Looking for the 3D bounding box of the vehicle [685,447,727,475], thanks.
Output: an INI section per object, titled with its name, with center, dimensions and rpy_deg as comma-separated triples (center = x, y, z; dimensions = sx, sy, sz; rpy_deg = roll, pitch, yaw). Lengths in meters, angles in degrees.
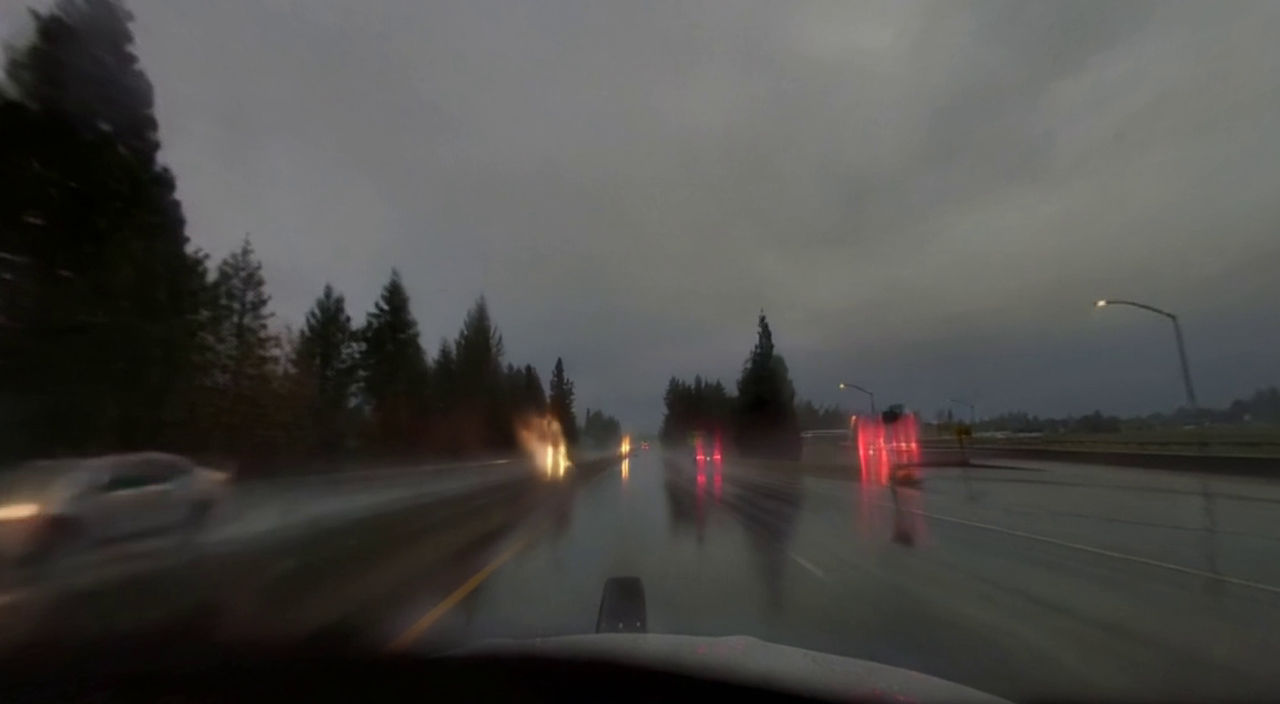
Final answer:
[vehicle]
center = 3.909, 6.504, 37.871
dimensions = 2.013, 1.584, 3.995
rpy_deg = 0, -9, -1
